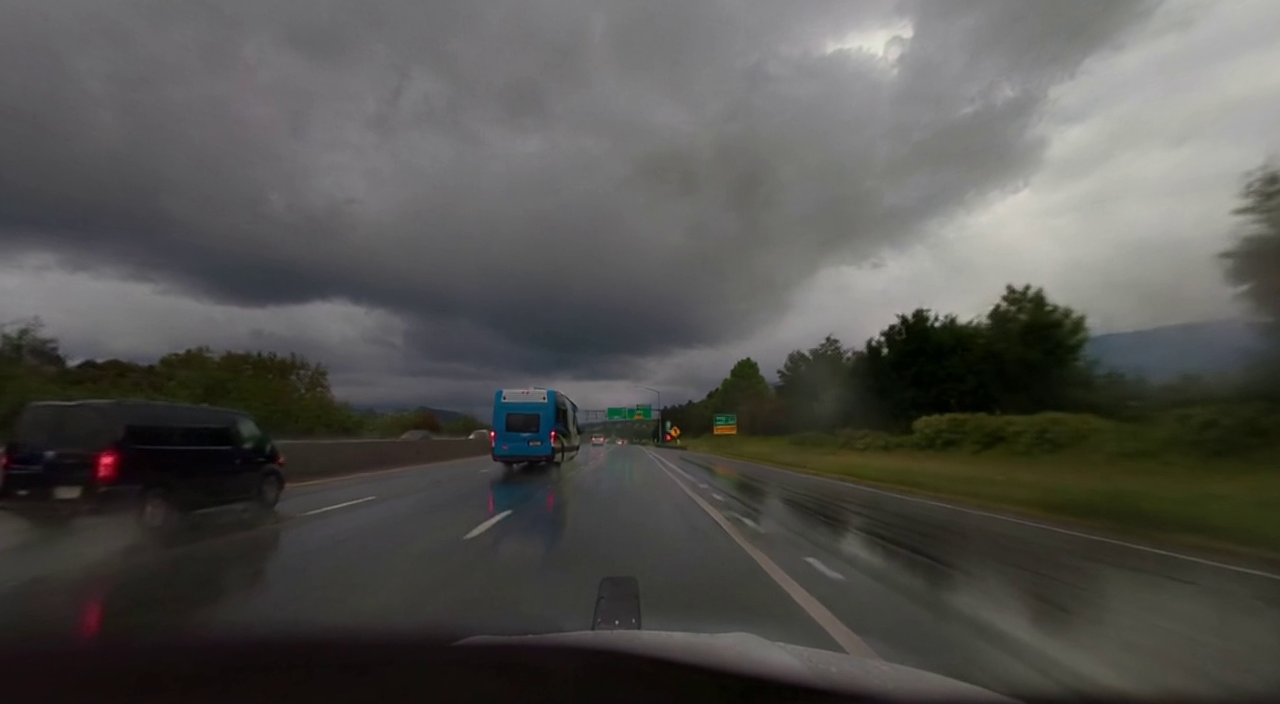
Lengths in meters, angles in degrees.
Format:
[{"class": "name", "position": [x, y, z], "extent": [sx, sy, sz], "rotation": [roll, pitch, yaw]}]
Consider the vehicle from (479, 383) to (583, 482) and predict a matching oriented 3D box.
[{"class": "vehicle", "position": [-3.917, 3.121, 24.484], "extent": [2.676, 3.269, 7.388], "rotation": [0, -7, 0]}]

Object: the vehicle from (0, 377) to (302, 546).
[{"class": "vehicle", "position": [-7.092, 1.487, 9.160], "extent": [2.045, 1.873, 4.202], "rotation": [0, -7, -1]}]
